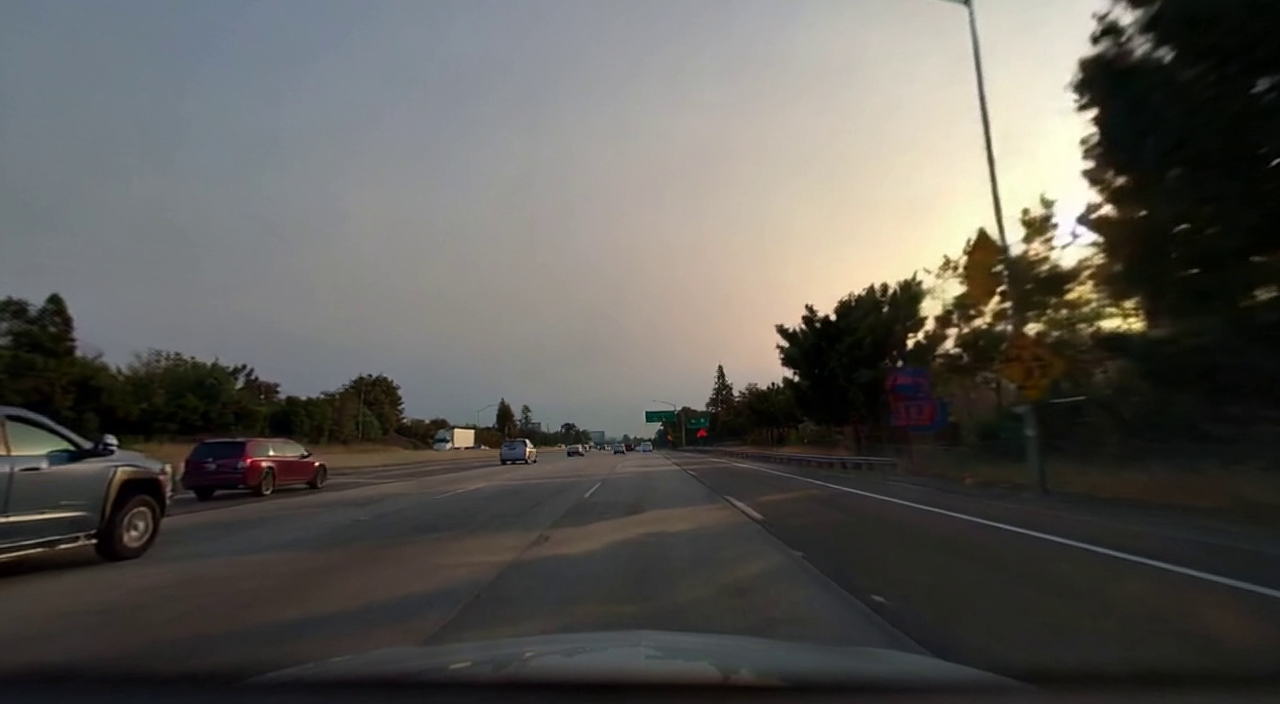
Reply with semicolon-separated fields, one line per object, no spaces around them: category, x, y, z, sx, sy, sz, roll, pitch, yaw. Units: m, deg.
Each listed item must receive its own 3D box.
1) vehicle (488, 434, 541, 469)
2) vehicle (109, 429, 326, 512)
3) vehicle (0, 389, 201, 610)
vehicle;-6.749;5.389;34.410;2.009;1.735;4.358;-1;-8;0
vehicle;-9.811;2.748;15.215;2.060;1.662;4.469;-1;-8;1
vehicle;-6.397;1.084;4.224;2.403;1.773;6.276;-1;-8;0
